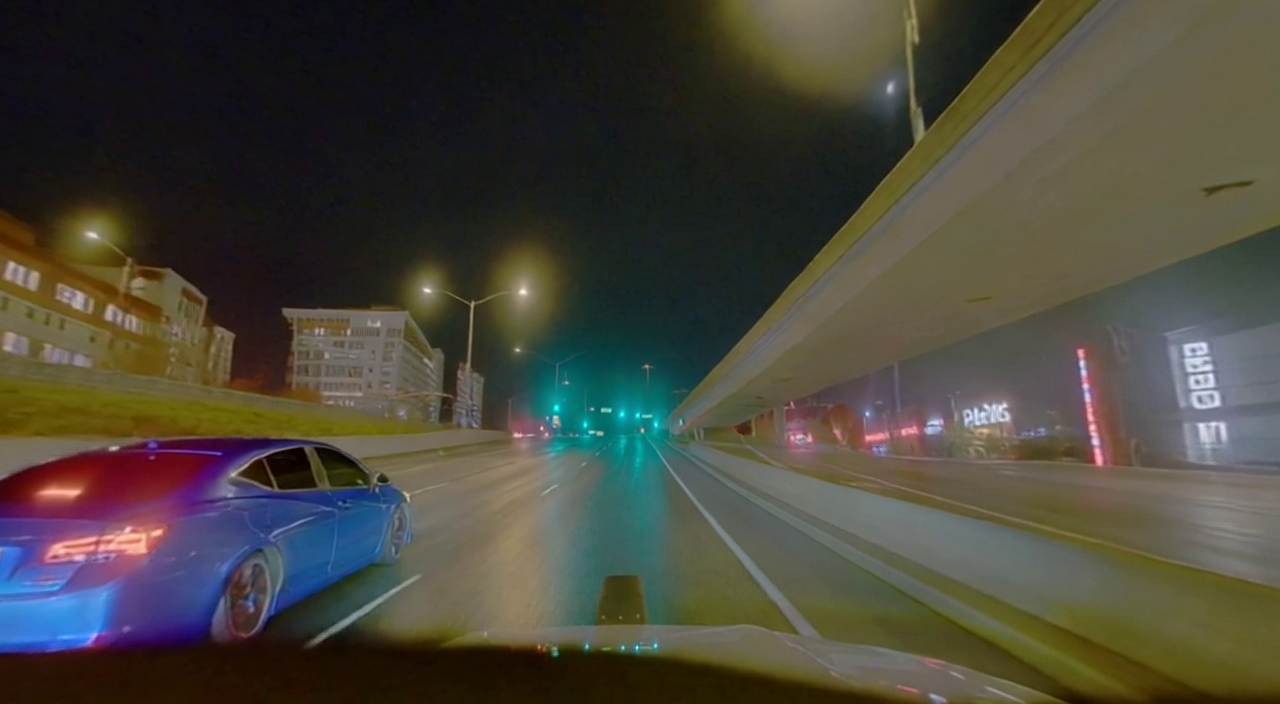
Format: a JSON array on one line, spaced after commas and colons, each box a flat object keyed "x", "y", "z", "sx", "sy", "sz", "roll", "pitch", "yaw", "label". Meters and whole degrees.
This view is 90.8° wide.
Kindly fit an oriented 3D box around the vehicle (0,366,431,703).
[{"x": -3.088, "y": 1.075, "z": 3.955, "sx": 2.041, "sy": 1.470, "sz": 4.290, "roll": 0, "pitch": -9, "yaw": 1, "label": "vehicle"}]
